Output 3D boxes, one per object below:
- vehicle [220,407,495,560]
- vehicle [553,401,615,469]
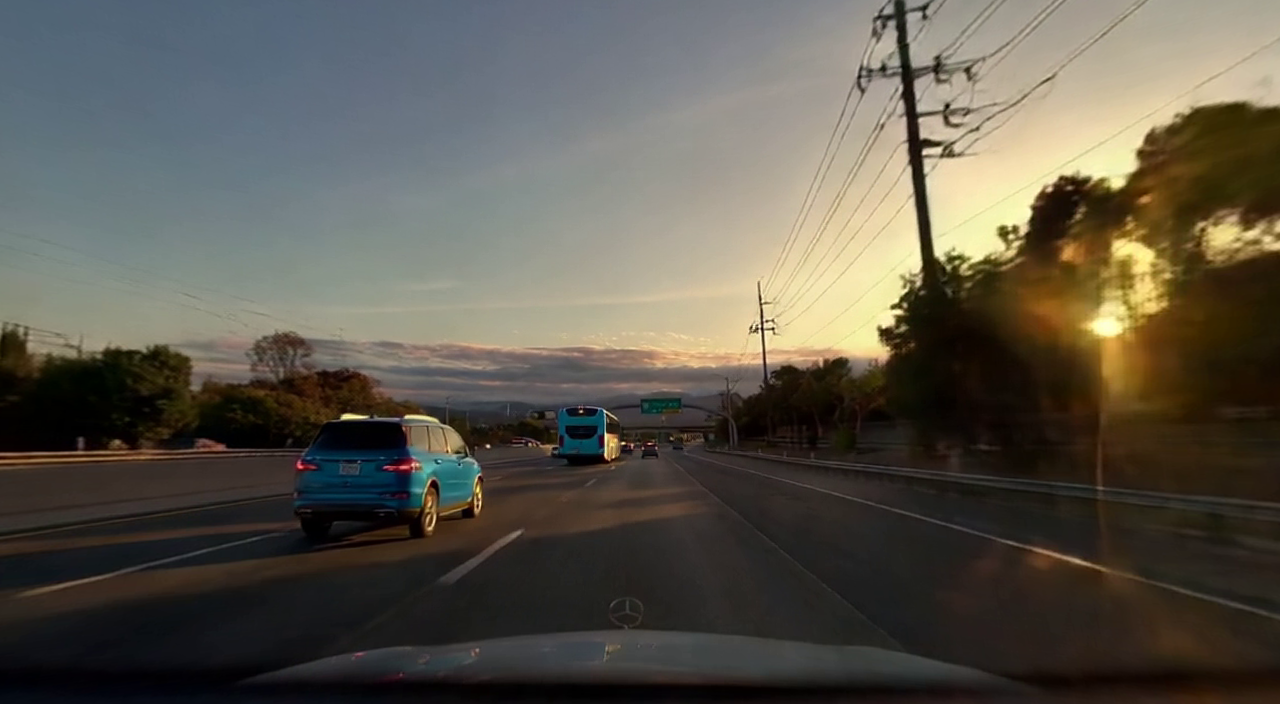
[{"bbox_3d":[-3.716,1.812,9.363,2.021,1.730,4.223,0,-8,1],"label":"vehicle"},{"bbox_3d":[-3.312,5.393,40.515,2.964,3.735,11.465,0,-8,0],"label":"vehicle"}]
